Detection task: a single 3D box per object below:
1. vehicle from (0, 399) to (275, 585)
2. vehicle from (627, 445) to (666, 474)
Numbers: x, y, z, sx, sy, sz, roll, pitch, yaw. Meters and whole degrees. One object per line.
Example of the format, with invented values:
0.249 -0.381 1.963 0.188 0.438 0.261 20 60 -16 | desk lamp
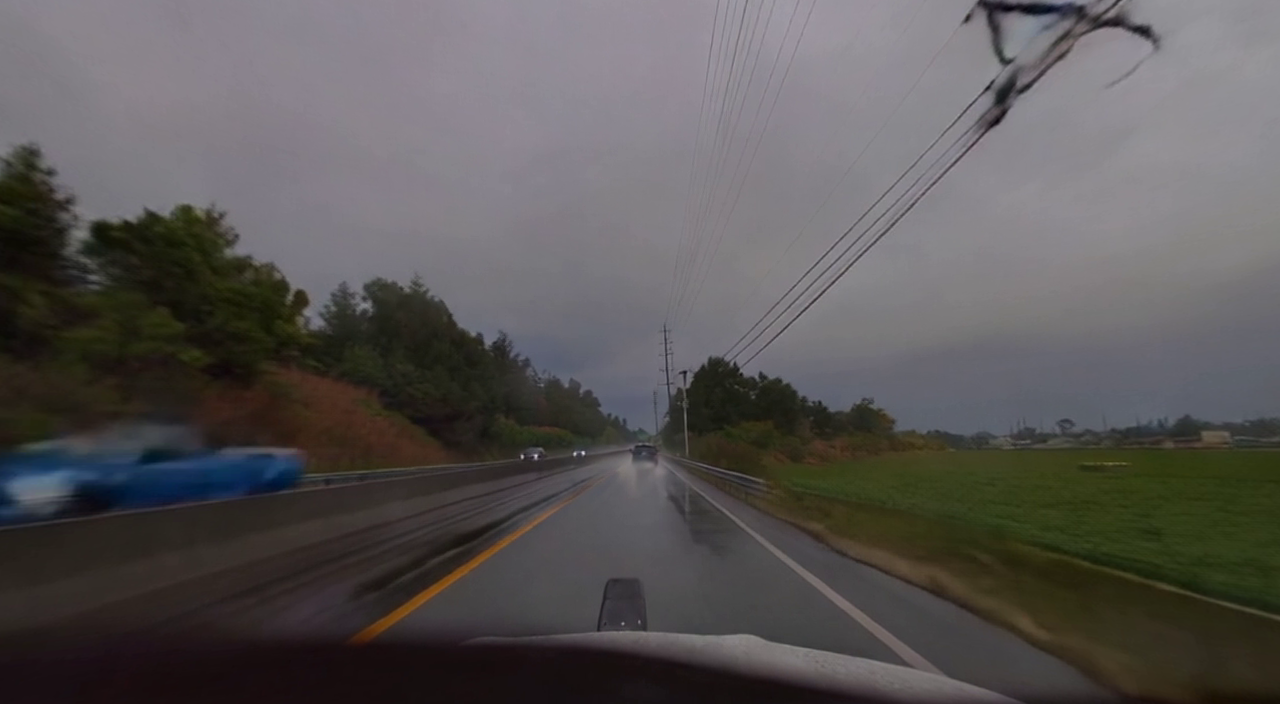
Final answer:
-7.111 1.661 8.072 2.145 1.740 4.433 0 -9 0 | vehicle
0.320 5.920 34.912 2.080 1.486 3.813 0 -9 -1 | vehicle
